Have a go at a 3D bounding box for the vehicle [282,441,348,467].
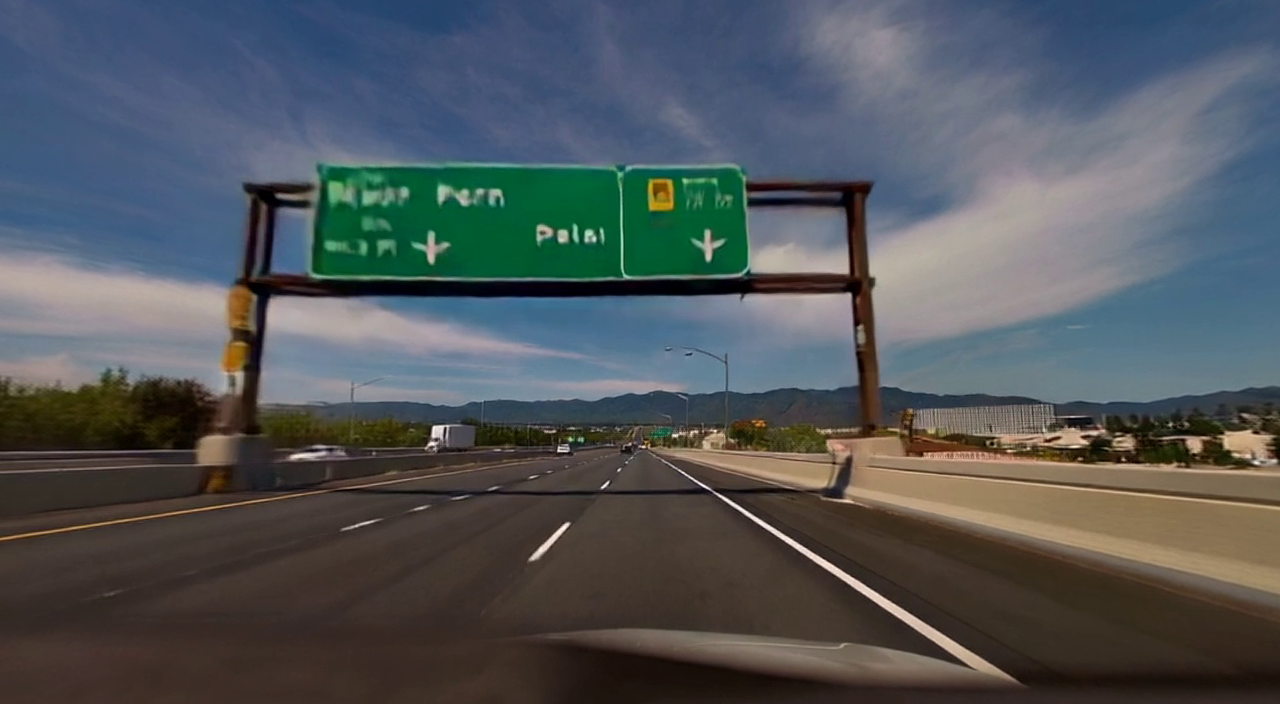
[{"bbox_3d":[-20.296,6.365,39.460,1.967,1.517,3.971,0,-9,0],"label":"vehicle"}]
